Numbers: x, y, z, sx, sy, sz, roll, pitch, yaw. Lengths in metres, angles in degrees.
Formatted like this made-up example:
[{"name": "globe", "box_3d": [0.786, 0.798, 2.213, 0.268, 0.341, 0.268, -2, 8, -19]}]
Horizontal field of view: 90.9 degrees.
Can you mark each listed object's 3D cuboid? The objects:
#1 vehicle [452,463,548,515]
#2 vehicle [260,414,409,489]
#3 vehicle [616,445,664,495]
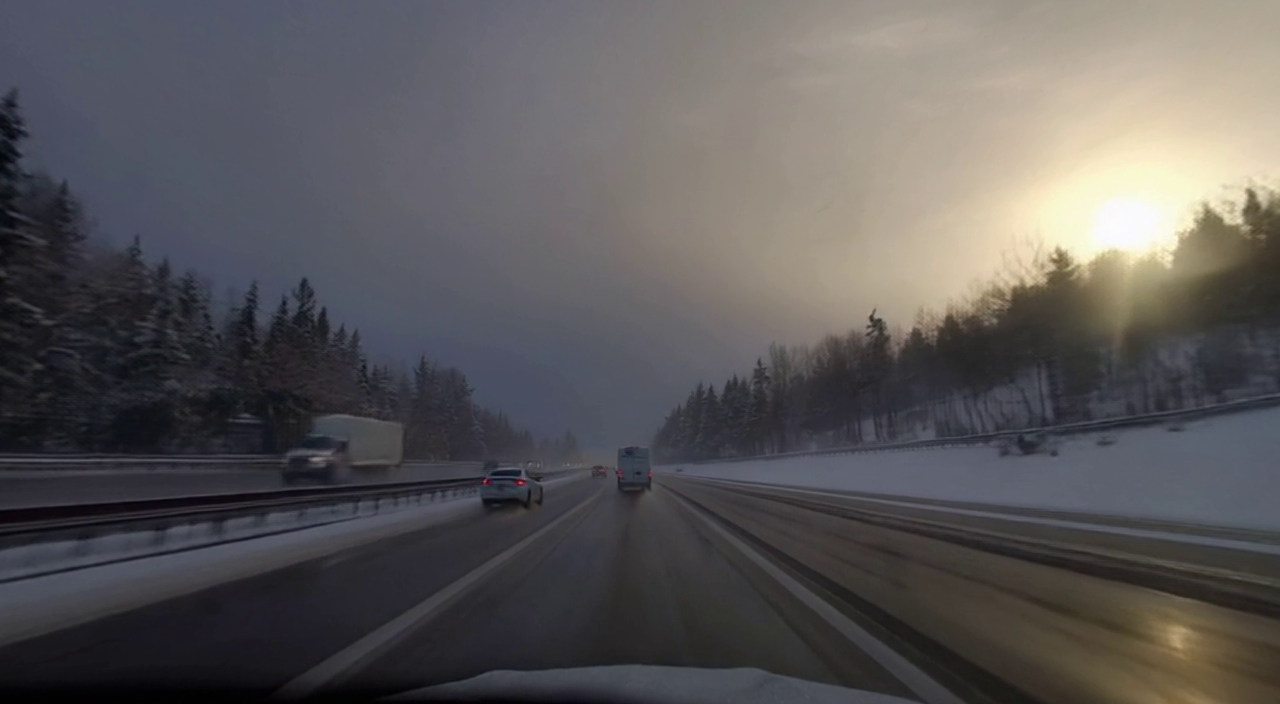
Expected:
[{"name": "vehicle", "box_3d": [-4.515, 4.508, 21.107, 2.128, 1.491, 4.508, 1, -10, 1]}, {"name": "vehicle", "box_3d": [-13.198, 4.530, 28.180, 2.603, 2.806, 7.980, 1, -10, 0]}, {"name": "vehicle", "box_3d": [-0.038, 6.654, 35.549, 2.482, 2.549, 5.447, 1, -10, -1]}]
